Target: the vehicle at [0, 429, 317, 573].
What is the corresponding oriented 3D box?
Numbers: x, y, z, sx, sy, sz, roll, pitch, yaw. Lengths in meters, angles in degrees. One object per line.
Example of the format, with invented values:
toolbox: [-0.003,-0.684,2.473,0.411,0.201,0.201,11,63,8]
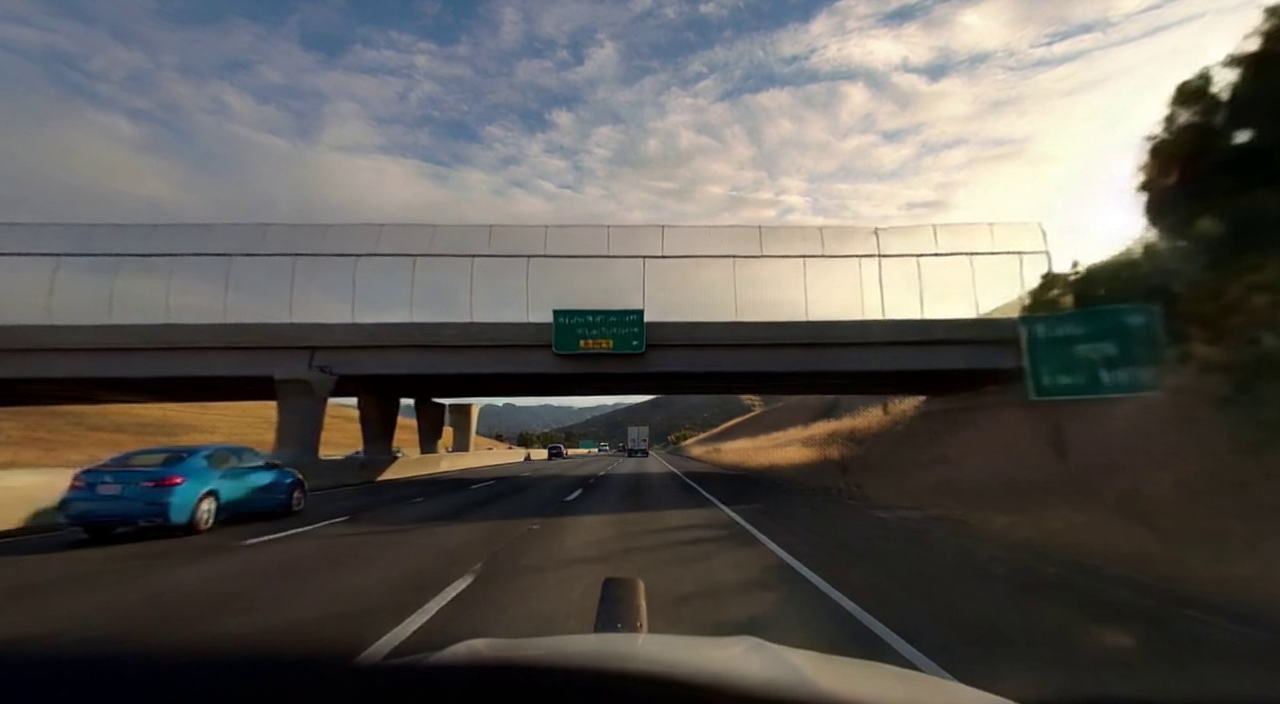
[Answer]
vehicle: [-6.997,1.965,9.186,2.096,1.541,4.610,0,-8,0]
